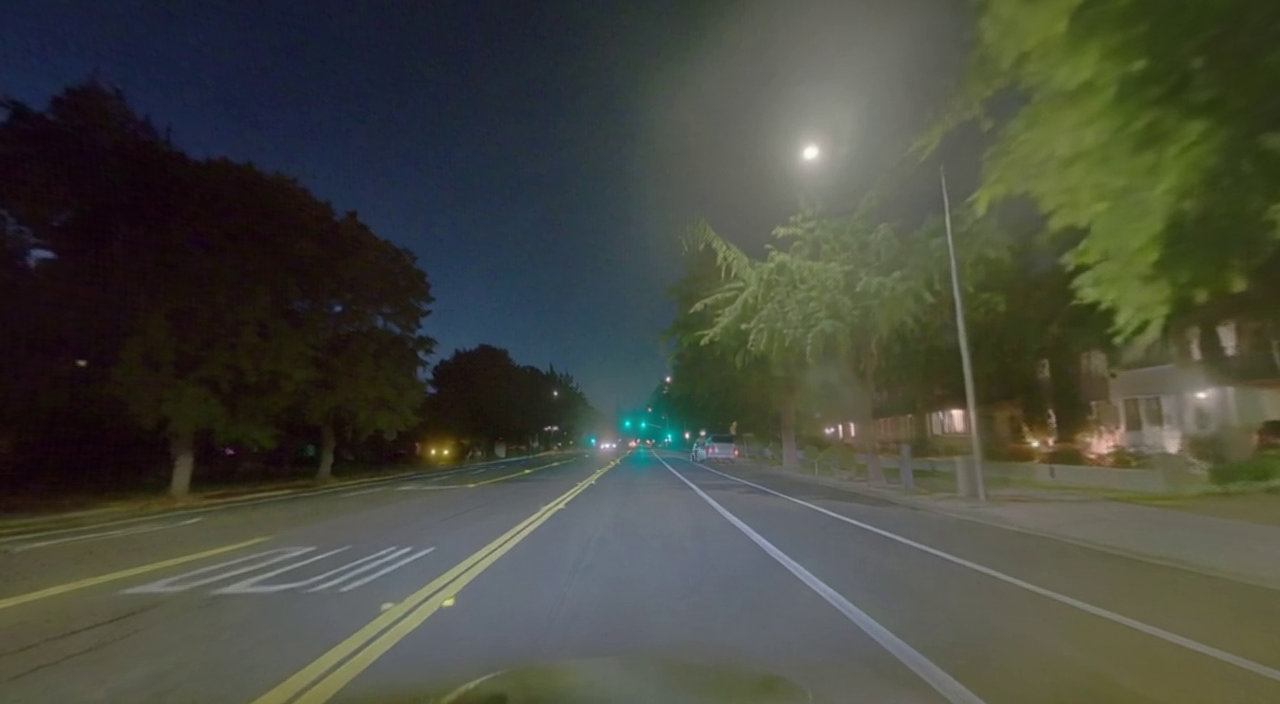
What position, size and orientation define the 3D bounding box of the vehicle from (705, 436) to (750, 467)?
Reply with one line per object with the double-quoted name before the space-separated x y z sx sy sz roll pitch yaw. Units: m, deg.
"vehicle" 5.380 6.191 39.397 2.160 1.800 4.646 0 -9 0
